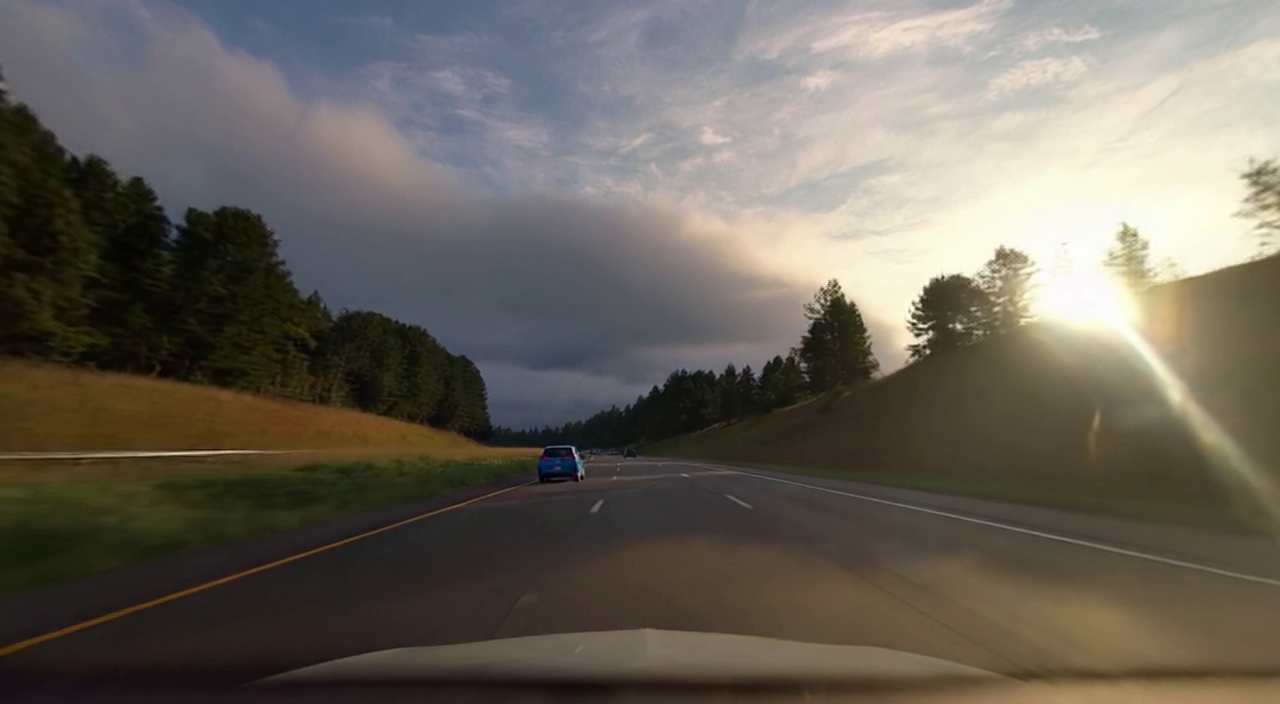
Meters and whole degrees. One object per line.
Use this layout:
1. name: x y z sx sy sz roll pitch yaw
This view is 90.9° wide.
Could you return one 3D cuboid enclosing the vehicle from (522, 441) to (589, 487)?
1. vehicle: -3.267 4.425 25.154 2.115 1.670 4.261 0 -9 0
